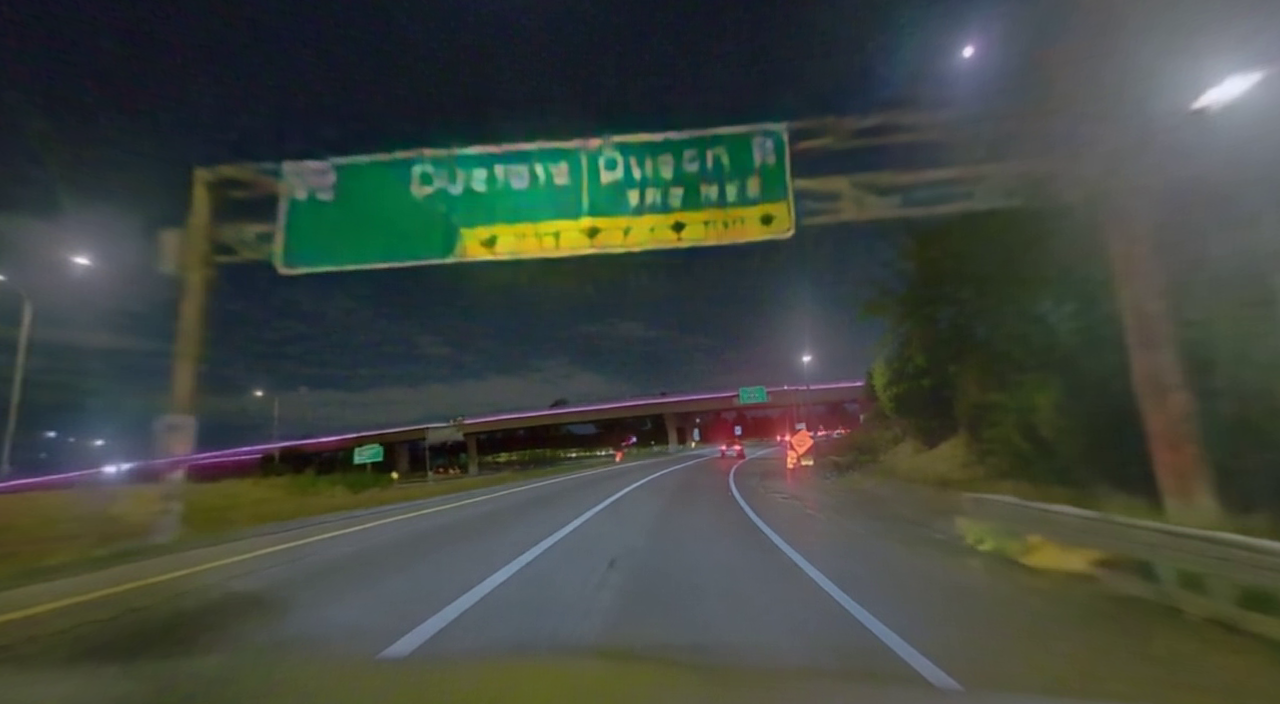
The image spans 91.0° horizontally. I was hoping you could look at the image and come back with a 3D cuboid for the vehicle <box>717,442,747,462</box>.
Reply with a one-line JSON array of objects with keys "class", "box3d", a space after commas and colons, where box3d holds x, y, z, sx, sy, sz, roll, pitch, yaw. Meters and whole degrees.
[{"class": "vehicle", "box3d": [7.335, 7.904, 49.947, 1.985, 1.511, 4.012, -2, -9, 13]}]
